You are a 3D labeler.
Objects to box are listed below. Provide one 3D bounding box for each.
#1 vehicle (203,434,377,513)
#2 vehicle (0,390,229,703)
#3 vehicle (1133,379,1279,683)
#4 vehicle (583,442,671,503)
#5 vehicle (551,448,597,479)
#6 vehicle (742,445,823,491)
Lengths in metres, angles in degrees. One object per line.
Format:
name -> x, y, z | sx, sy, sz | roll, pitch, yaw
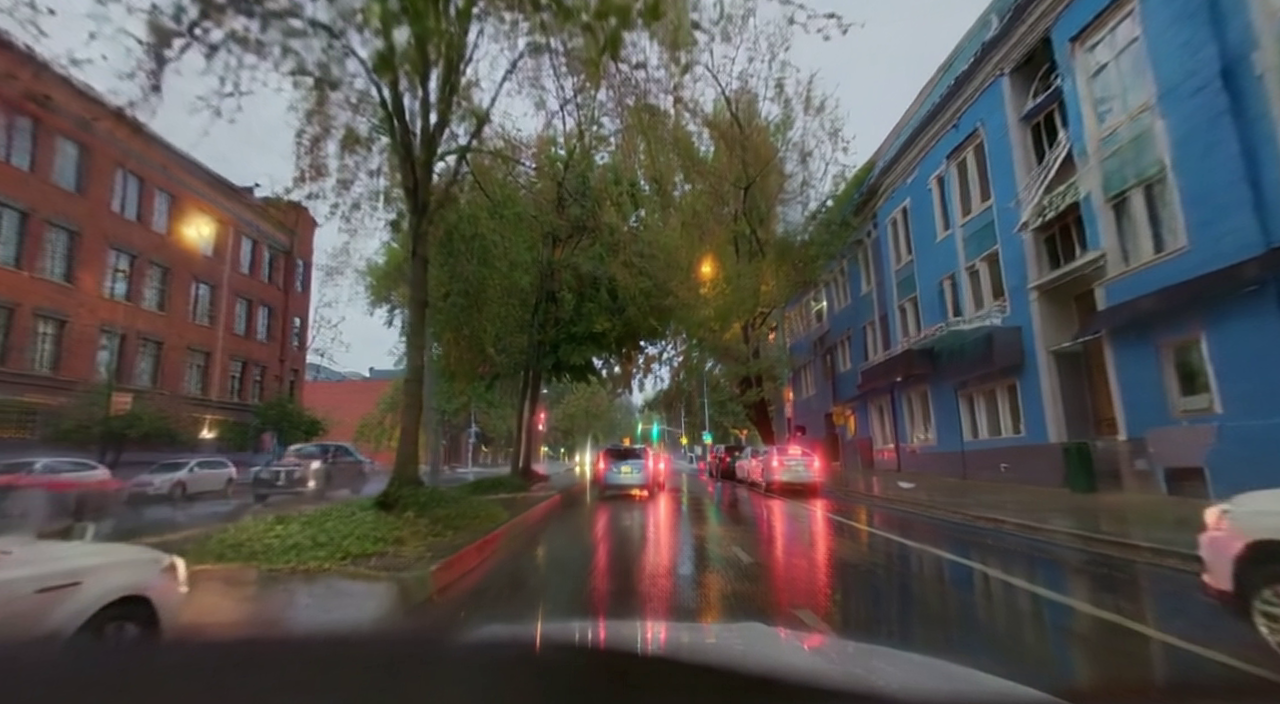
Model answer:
vehicle -> -9.625, 3.357, 17.931 | 2.152, 1.890, 4.804 | 0, -9, 0
vehicle -> -3.453, 0.759, 1.329 | 1.934, 1.548, 4.635 | 0, -9, 1
vehicle -> 4.833, 0.822, 2.227 | 2.123, 1.736, 4.795 | 1, -9, -3
vehicle -> -0.332, 3.377, 18.097 | 2.230, 1.518, 4.113 | 0, -9, 0
vehicle -> -3.523, 6.035, 34.460 | 1.972, 1.560, 4.066 | 0, -9, 2
vehicle -> 4.969, 4.090, 22.534 | 1.832, 1.491, 4.054 | 0, -9, -1
